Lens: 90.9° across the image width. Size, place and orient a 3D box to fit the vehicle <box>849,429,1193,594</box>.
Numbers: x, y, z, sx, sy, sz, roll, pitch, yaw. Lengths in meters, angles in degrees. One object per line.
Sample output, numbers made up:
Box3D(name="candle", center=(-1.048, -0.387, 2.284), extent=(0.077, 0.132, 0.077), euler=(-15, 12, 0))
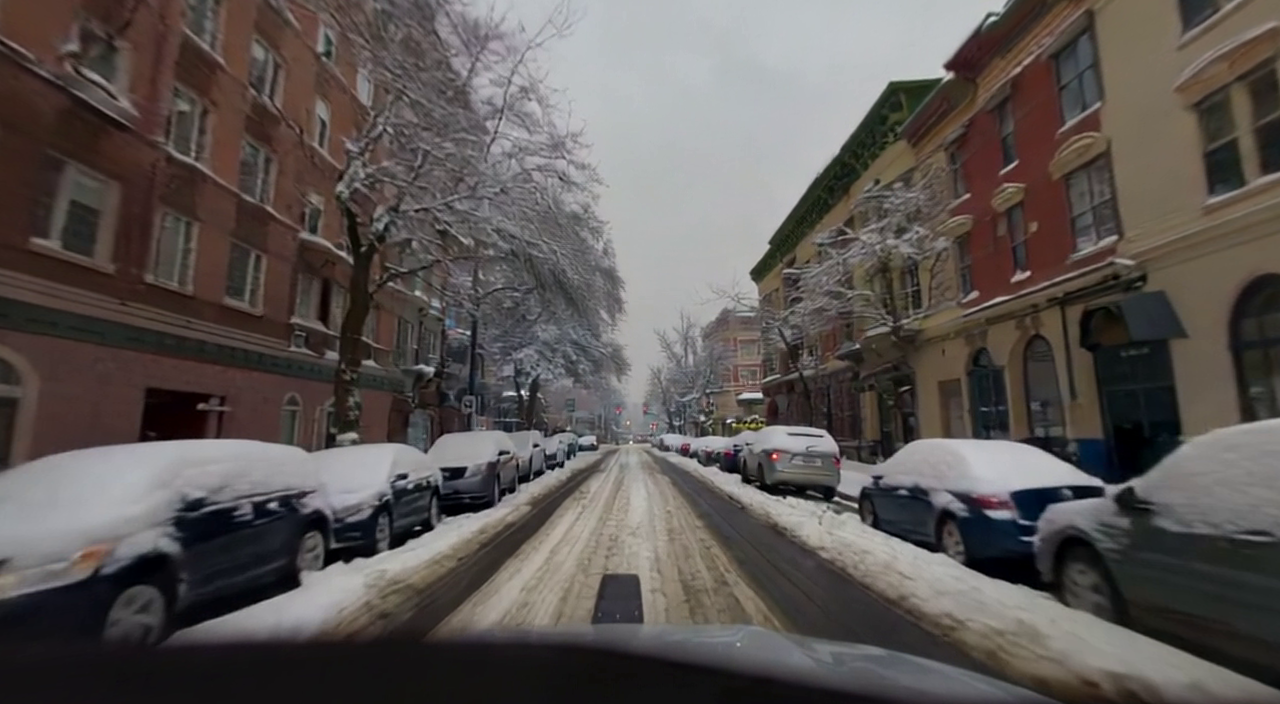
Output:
Box3D(name="vehicle", center=(3.963, 1.649, 7.382), extent=(1.718, 1.427, 3.585), euler=(0, -8, -1))

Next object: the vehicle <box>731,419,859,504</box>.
Box3D(name="vehicle", center=(3.660, 2.670, 15.874), extent=(1.879, 1.802, 4.574), euler=(0, -8, -2))

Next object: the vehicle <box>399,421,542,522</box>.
Box3D(name="vehicle", center=(-3.598, 2.529, 14.310), extent=(2.027, 1.640, 4.444), euler=(2, -3, -1))

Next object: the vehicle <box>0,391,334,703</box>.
Box3D(name="vehicle", center=(-3.603, 1.080, 4.161), extent=(1.745, 1.584, 2.878), euler=(2, -3, -2))

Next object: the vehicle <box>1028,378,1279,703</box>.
Box3D(name="vehicle", center=(3.846, 0.859, 2.408), extent=(1.842, 1.589, 4.216), euler=(0, -8, -3))
